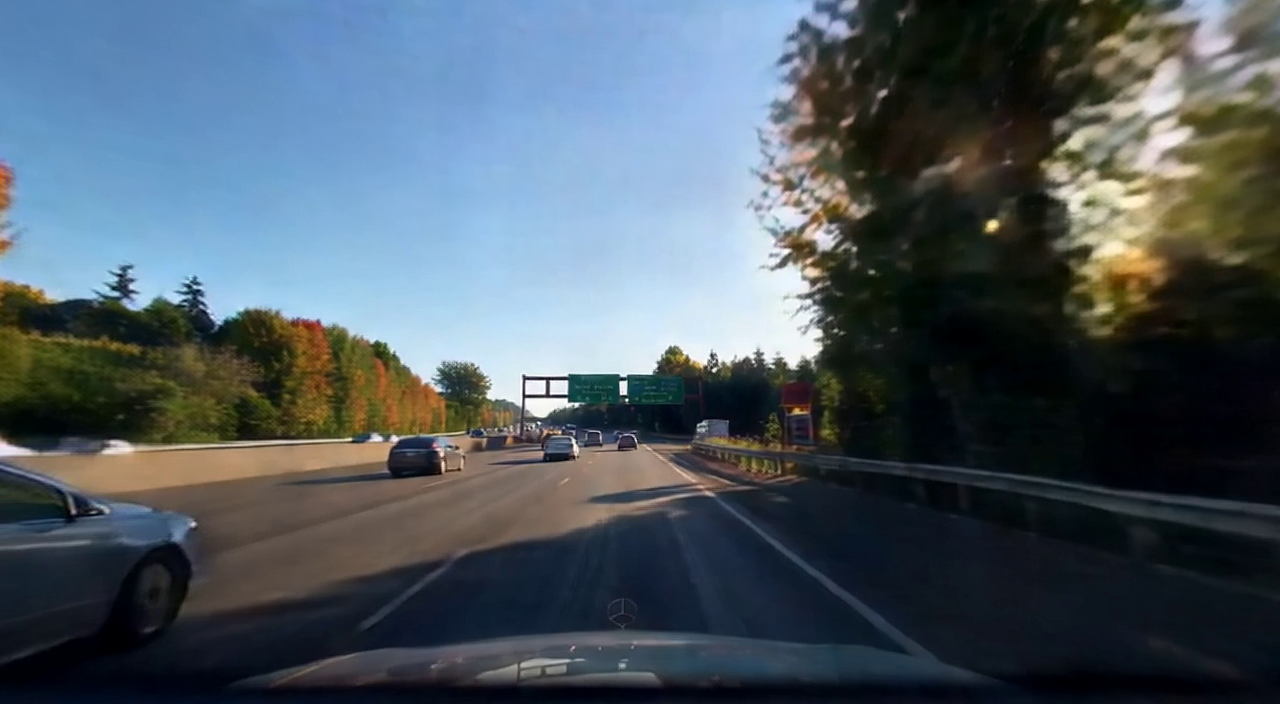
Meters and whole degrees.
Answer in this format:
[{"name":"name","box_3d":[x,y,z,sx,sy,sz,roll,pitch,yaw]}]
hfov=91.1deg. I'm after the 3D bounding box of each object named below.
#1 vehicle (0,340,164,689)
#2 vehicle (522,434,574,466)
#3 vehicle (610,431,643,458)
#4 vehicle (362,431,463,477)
[{"name":"vehicle","box_3d":[-4.344,0.705,2.172,1.971,1.822,4.366,0,-8,-1]},{"name":"vehicle","box_3d":[-4.474,4.805,31.080,1.909,1.445,4.087,0,-8,0]},{"name":"vehicle","box_3d":[-0.849,5.939,40.395,2.002,1.611,3.778,0,-8,0]},{"name":"vehicle","box_3d":[-8.310,3.755,23.511,1.953,1.524,4.863,0,-8,0]}]
